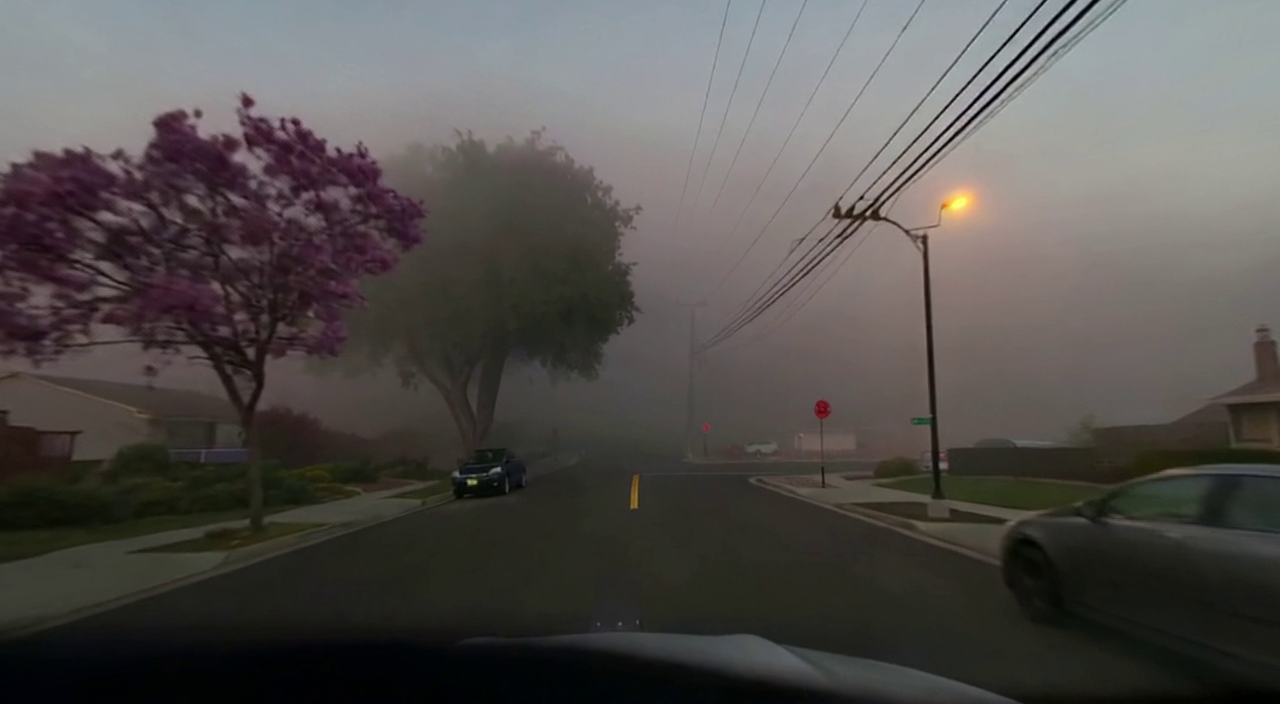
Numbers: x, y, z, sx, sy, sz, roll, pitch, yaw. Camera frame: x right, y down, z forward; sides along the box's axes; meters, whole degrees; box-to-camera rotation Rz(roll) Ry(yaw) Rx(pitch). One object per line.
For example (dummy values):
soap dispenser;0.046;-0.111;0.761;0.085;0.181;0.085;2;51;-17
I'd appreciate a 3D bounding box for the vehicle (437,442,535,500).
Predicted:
vehicle;-4.684;3.650;19.910;1.938;1.508;4.481;0;-7;0

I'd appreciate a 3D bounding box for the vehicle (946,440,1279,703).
vehicle;4.184;1.259;3.708;2.074;1.466;5.046;0;-8;-3

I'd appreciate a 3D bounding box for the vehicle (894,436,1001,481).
vehicle;11.840;4.107;24.745;1.881;1.574;4.670;0;-8;1

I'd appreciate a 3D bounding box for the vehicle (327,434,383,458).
vehicle;-18.991;6.254;41.994;1.870;1.492;4.472;8;-12;-44
